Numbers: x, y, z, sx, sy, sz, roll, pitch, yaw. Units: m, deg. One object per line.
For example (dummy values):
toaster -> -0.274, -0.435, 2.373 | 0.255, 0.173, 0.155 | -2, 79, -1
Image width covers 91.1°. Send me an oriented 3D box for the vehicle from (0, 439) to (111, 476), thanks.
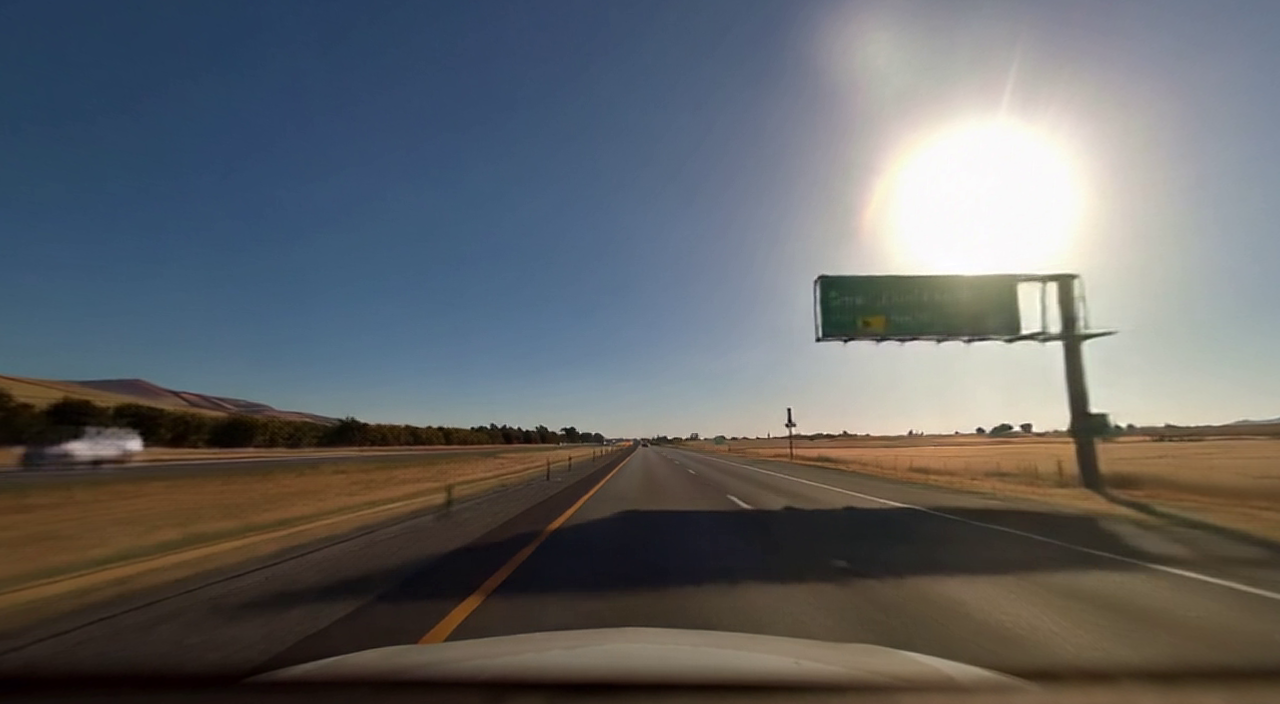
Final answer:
vehicle -> -32.183, 5.736, 34.423 | 2.055, 1.878, 4.749 | 0, -8, 1
